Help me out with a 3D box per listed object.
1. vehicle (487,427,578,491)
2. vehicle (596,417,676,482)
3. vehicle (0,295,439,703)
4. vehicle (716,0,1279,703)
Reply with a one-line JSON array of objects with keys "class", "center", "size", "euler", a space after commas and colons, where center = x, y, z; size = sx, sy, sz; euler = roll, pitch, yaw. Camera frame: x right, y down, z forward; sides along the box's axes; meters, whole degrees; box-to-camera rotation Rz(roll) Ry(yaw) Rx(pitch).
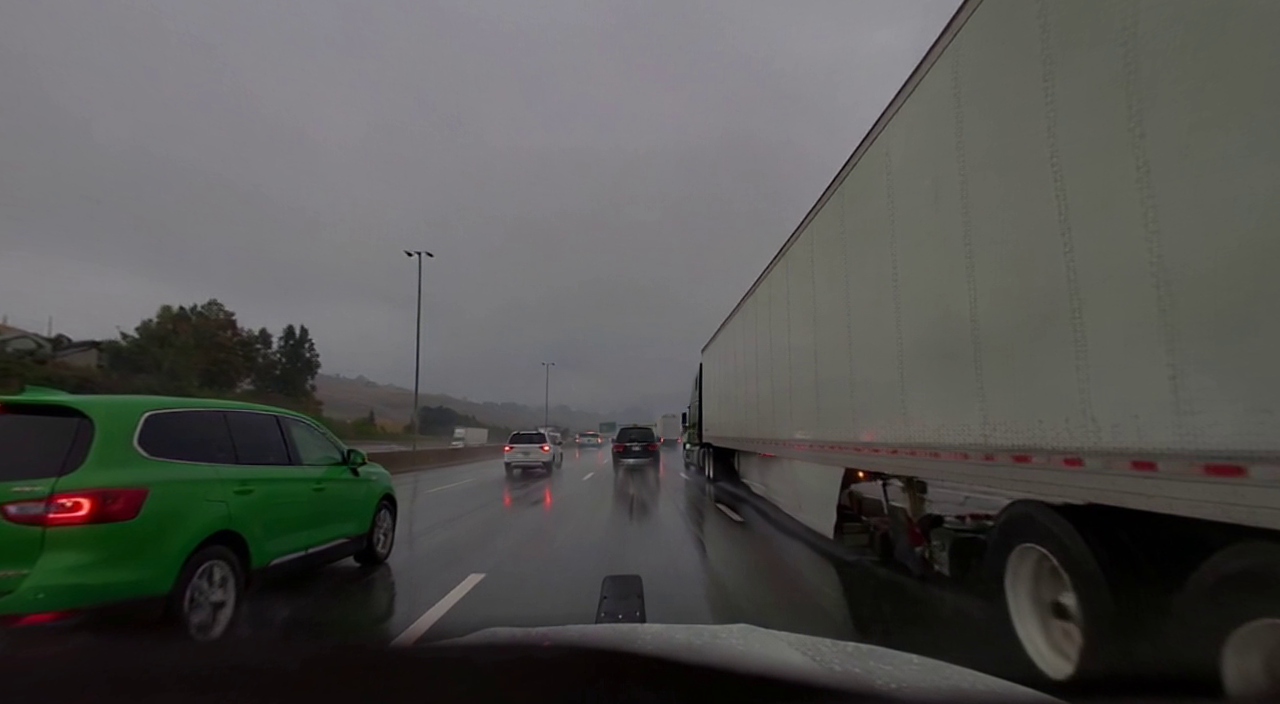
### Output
[{"class": "vehicle", "center": [-3.350, 3.453, 20.651], "size": [2.120, 1.812, 4.659], "euler": [0, -8, 1]}, {"class": "vehicle", "center": [-0.167, 3.767, 24.476], "size": [2.704, 2.216, 5.804], "euler": [0, -8, 0]}, {"class": "vehicle", "center": [-3.266, 1.035, 4.236], "size": [2.193, 1.803, 4.958], "euler": [0, -8, 0]}, {"class": "vehicle", "center": [3.552, 0.417, 8.334], "size": [2.852, 4.121, 16.210], "euler": [0, -8, -1]}]
